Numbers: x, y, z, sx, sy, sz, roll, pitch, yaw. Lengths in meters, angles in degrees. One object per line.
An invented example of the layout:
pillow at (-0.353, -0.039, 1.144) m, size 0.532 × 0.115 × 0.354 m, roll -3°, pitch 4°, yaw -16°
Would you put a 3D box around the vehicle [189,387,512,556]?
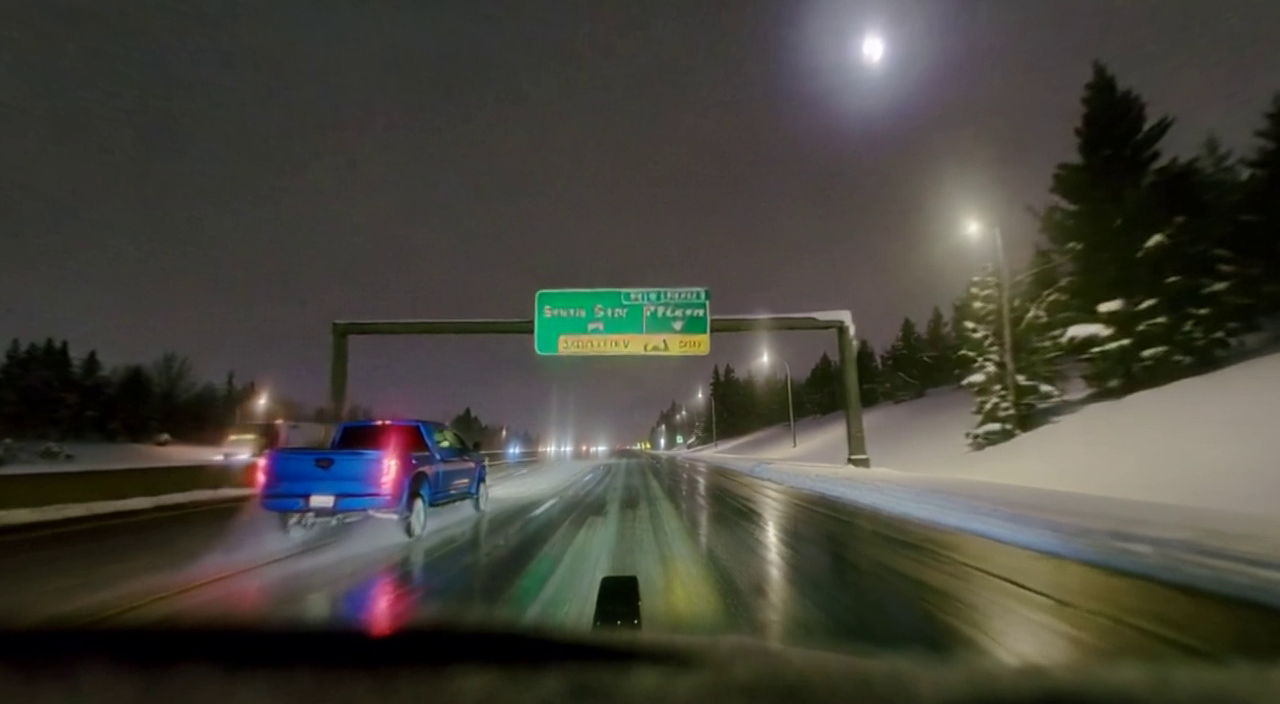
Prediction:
vehicle at (-4.067, 1.845, 10.569) m, size 2.529 × 2.003 × 5.904 m, roll 0°, pitch -8°, yaw 1°
